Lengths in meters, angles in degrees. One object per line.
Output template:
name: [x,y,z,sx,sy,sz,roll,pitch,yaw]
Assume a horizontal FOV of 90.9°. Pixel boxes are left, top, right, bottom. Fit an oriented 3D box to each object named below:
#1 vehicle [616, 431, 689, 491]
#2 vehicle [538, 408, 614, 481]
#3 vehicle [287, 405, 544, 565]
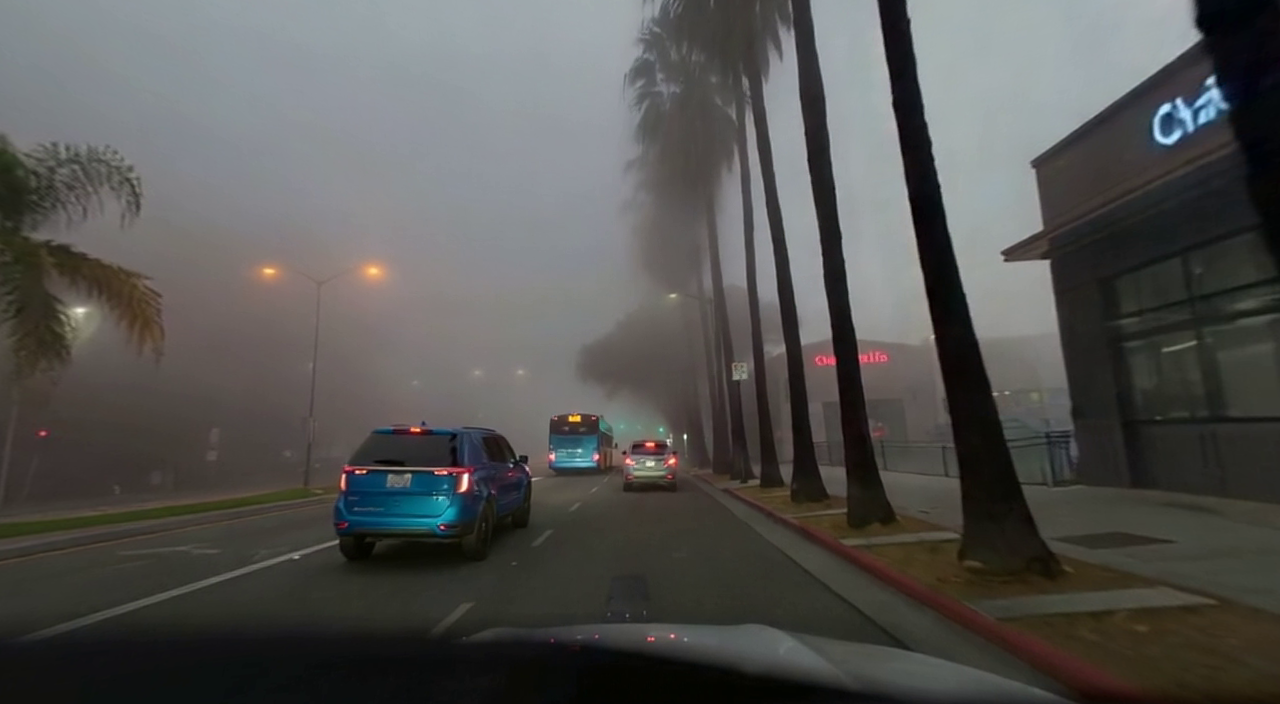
vehicle: [0.368,3.477,20.437,2.120,1.727,3.917,0,-8,0]
vehicle: [-2.881,4.537,30.997,2.775,3.064,8.297,0,-8,1]
vehicle: [-2.896,1.845,9.487,2.124,1.799,4.587,0,-8,1]
